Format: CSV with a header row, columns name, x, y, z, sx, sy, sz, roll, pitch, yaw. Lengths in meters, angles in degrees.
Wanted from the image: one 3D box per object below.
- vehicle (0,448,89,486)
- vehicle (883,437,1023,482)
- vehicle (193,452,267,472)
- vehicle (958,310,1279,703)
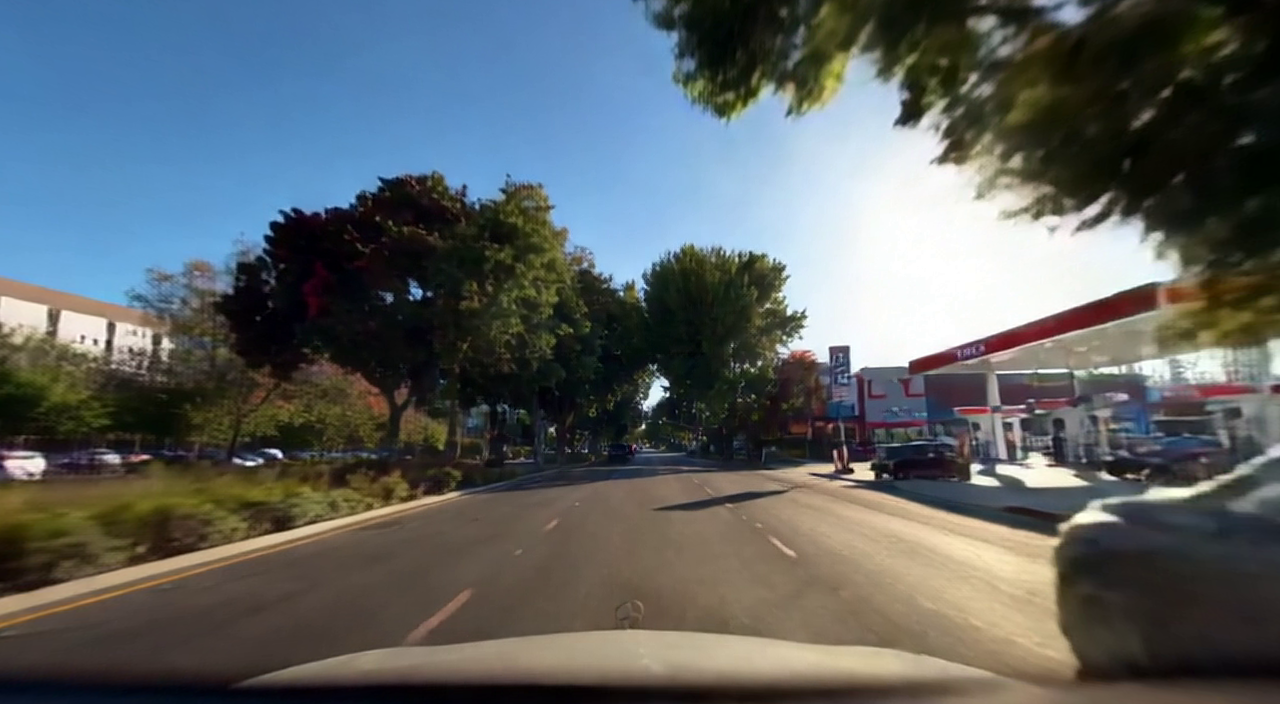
name,x,y,z,sx,sy,sz,roll,pitch,yaw
vehicle,-31.254,5.769,31.969,2.059,1.782,5.016,1,-9,-1
vehicle,12.029,4.140,24.411,4.359,1.656,1.894,0,-9,-4
vehicle,-31.227,8.381,48.065,4.275,1.411,1.968,-1,-8,3
vehicle,3.334,0.705,1.959,2.151,1.771,4.792,0,-9,0
